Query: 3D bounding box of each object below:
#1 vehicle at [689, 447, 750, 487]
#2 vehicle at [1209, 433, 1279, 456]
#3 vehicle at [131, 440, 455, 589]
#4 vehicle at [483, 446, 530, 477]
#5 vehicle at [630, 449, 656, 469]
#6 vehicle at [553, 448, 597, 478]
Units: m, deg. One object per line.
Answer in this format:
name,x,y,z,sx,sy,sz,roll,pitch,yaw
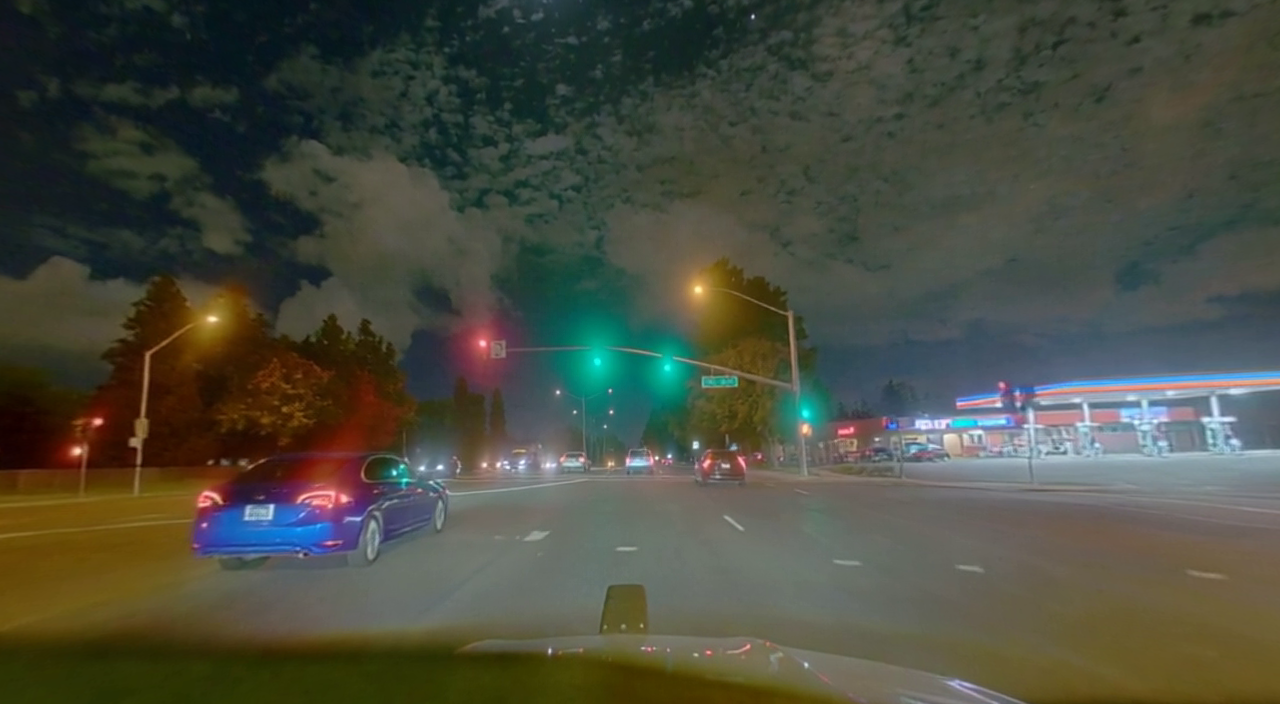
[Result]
vehicle,3.131,4.596,25.523,1.883,1.465,3.975,0,-8,-1
vehicle,41.037,6.197,42.069,1.812,1.427,4.632,0,-8,1
vehicle,-4.142,1.951,8.579,1.803,1.463,4.422,0,-8,1
vehicle,-8.350,6.860,39.750,1.922,1.660,4.332,-2,-8,1
vehicle,0.216,8.321,49.139,1.934,1.470,3.988,0,-8,-1
vehicle,-3.447,5.971,34.167,1.841,1.474,4.038,0,-8,1
